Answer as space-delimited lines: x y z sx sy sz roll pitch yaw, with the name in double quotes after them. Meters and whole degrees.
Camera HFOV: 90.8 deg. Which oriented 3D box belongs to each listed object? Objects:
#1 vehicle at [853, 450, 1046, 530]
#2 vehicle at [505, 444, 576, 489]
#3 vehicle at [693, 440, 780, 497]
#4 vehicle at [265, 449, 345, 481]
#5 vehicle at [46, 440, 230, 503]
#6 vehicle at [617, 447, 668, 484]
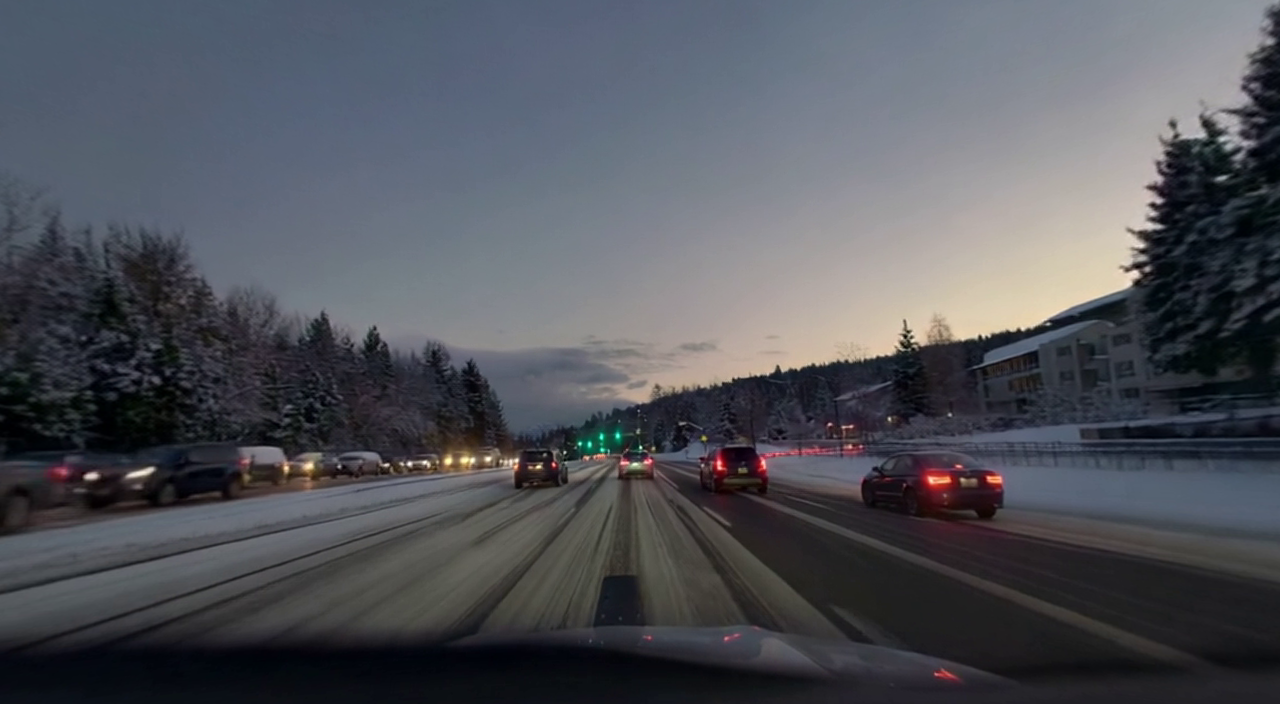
6.456 2.883 13.850 1.945 1.408 4.288 0 -8 -2 "vehicle"
-3.943 4.593 25.749 2.172 1.671 4.175 0 -8 0 "vehicle"
3.138 3.877 21.463 2.161 1.716 4.194 0 -8 -2 "vehicle"
-19.064 6.434 36.261 2.186 1.676 4.444 -1 -8 -1 "vehicle"
-15.503 3.687 19.966 1.915 1.718 4.766 0 -8 -1 "vehicle"
0.060 5.140 28.949 2.155 1.486 4.403 0 -8 -1 "vehicle"
